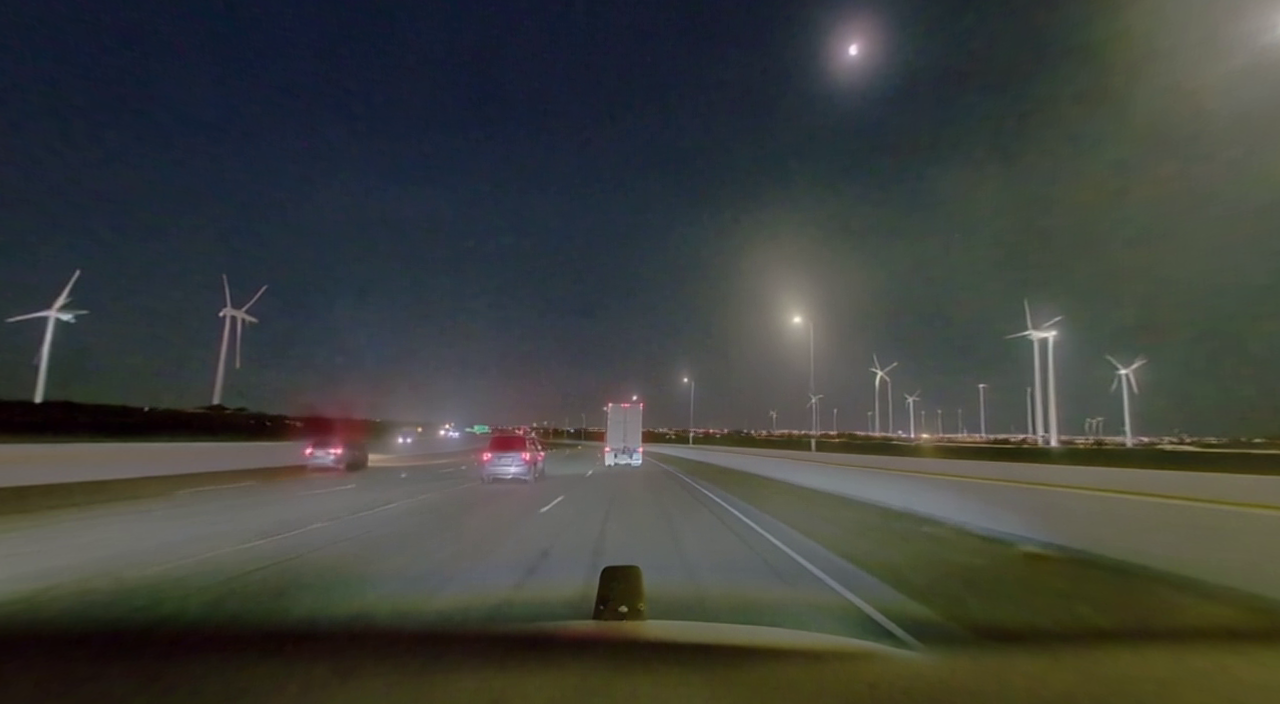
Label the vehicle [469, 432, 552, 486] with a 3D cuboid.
[{"bbox_3d":[-4.376,3.671,21.833,2.109,1.684,3.783,0,-8,-1],"label":"vehicle"}]

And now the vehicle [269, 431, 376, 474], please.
[{"bbox_3d":[-15.030,4.799,30.168,2.285,1.835,5.672,0,-8,-1],"label":"vehicle"}]
